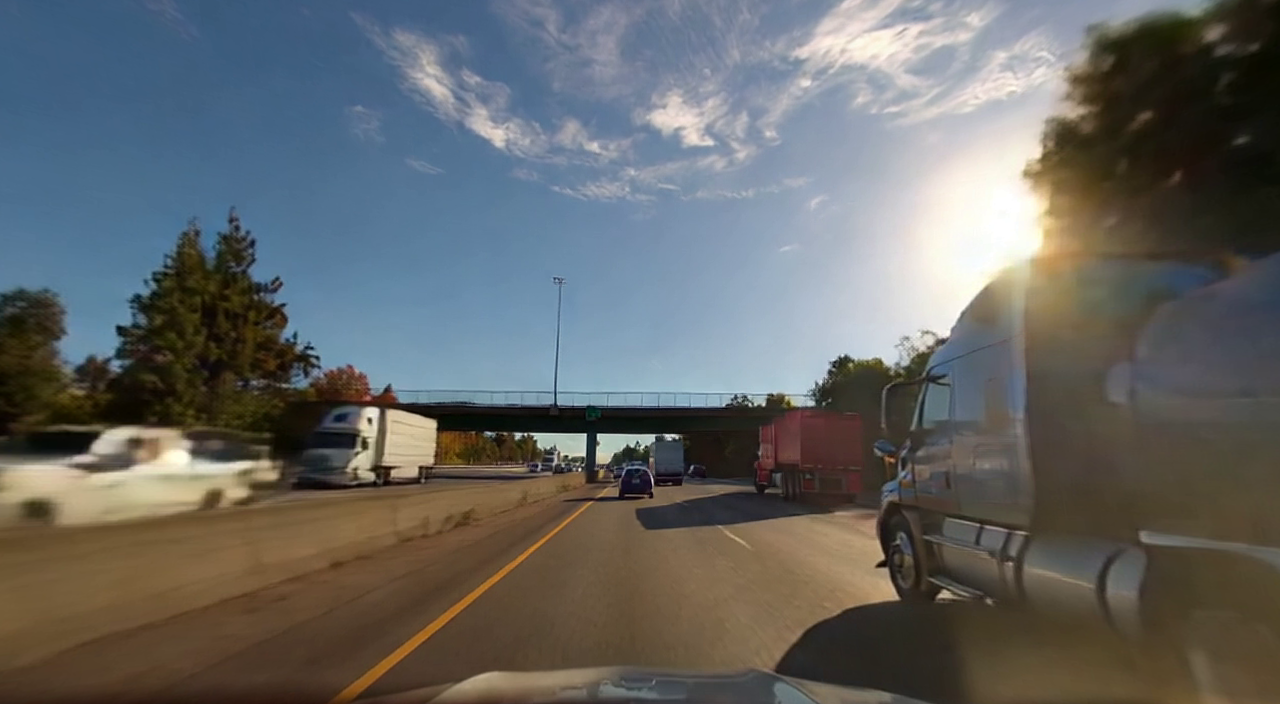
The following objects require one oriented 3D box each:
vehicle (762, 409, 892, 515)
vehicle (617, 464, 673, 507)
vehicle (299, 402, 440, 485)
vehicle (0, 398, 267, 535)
[{"bbox_3d":[7.413,4.639,26.393,2.839,3.684,8.091,1,-11,-1],"label":"vehicle"},{"bbox_3d":[0.164,5.294,25.185,2.067,1.552,3.601,1,-11,0],"label":"vehicle"},{"bbox_3d":[-13.196,4.806,31.978,2.965,3.557,9.170,1,-11,0],"label":"vehicle"},{"bbox_3d":[-8.568,1.851,10.246,1.963,1.668,4.888,1,-11,0],"label":"vehicle"}]
